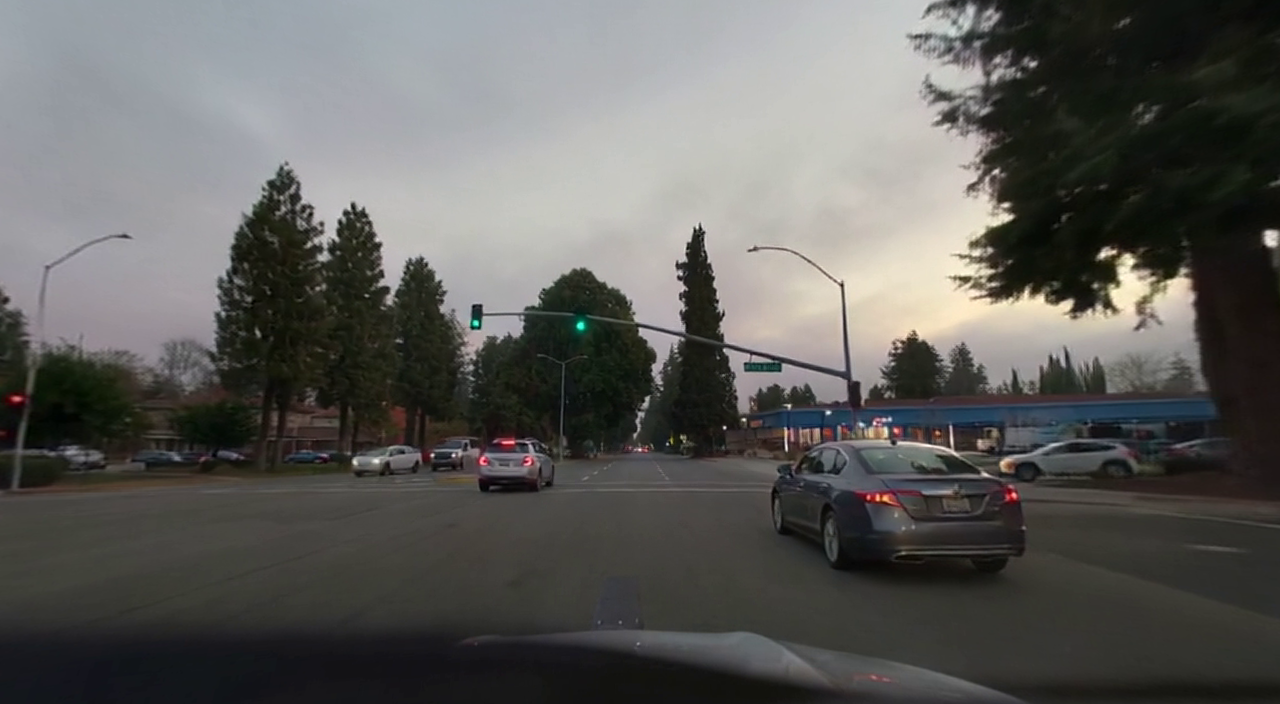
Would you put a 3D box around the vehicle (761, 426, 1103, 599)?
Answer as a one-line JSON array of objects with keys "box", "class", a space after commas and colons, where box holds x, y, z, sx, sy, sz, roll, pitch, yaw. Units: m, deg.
[{"box": [3.063, 1.785, 8.060, 1.975, 1.502, 4.787, 0, -9, -2], "class": "vehicle"}]

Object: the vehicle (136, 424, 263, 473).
[{"box": [-34.491, 7.599, 49.728, 7.384, 3.665, 3.220, 0, -8, -1], "class": "vehicle"}]

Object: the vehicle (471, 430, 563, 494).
[{"box": [-3.782, 3.482, 20.270, 1.997, 1.806, 4.500, 0, -9, 0], "class": "vehicle"}]

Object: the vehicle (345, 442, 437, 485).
[{"box": [-10.181, 4.560, 26.238, 1.942, 1.576, 4.567, -1, -9, 0], "class": "vehicle"}]
